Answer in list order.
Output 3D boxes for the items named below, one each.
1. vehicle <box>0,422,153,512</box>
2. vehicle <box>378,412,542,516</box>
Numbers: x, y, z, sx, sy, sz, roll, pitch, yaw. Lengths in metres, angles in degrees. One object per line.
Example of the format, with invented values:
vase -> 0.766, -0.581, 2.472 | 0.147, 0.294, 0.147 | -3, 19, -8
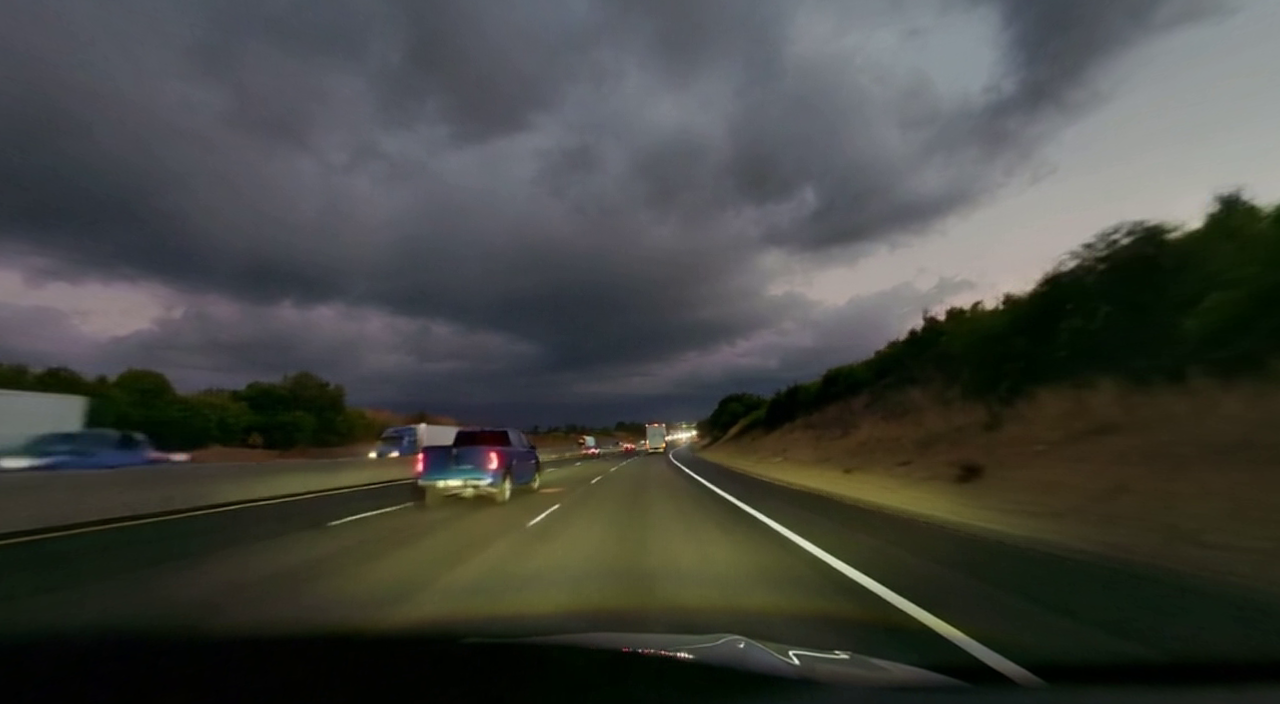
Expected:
vehicle -> -18.862, 3.571, 19.915 | 2.295, 2.456, 5.687 | 0, -9, 1
vehicle -> -3.846, 2.538, 14.706 | 2.216, 1.949, 5.237 | 0, -9, 1
